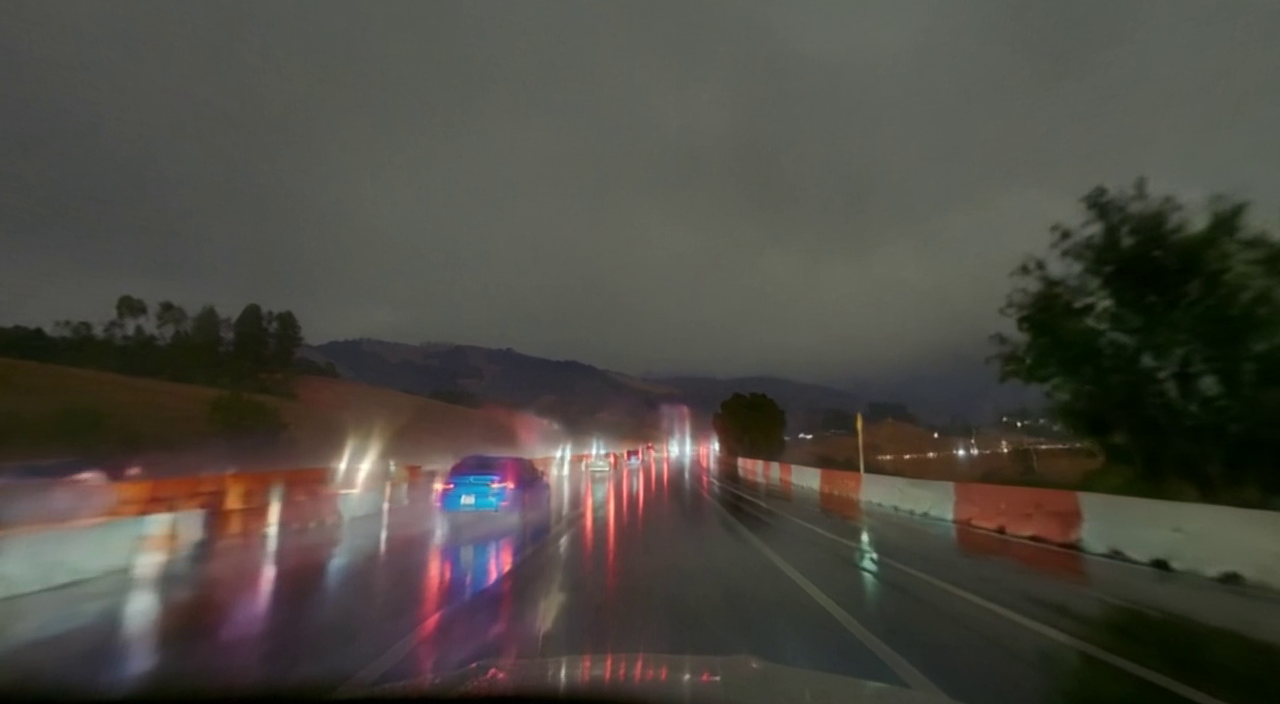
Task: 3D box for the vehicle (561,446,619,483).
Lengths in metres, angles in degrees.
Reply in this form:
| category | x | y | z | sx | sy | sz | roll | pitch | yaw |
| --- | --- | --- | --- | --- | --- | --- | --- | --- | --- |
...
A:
| category | x | y | z | sx | sy | sz | roll | pitch | yaw |
| --- | --- | --- | --- | --- | --- | --- | --- | --- | --- |
| vehicle | -2.108 | 4.924 | 27.694 | 2.094 | 1.480 | 4.124 | 0 | -9 | 2 |

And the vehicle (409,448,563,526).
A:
| category | x | y | z | sx | sy | sz | roll | pitch | yaw |
| --- | --- | --- | --- | --- | --- | --- | --- | --- | --- |
| vehicle | -2.913 | 2.655 | 12.931 | 2.061 | 1.330 | 3.928 | 0 | -9 | 2 |
